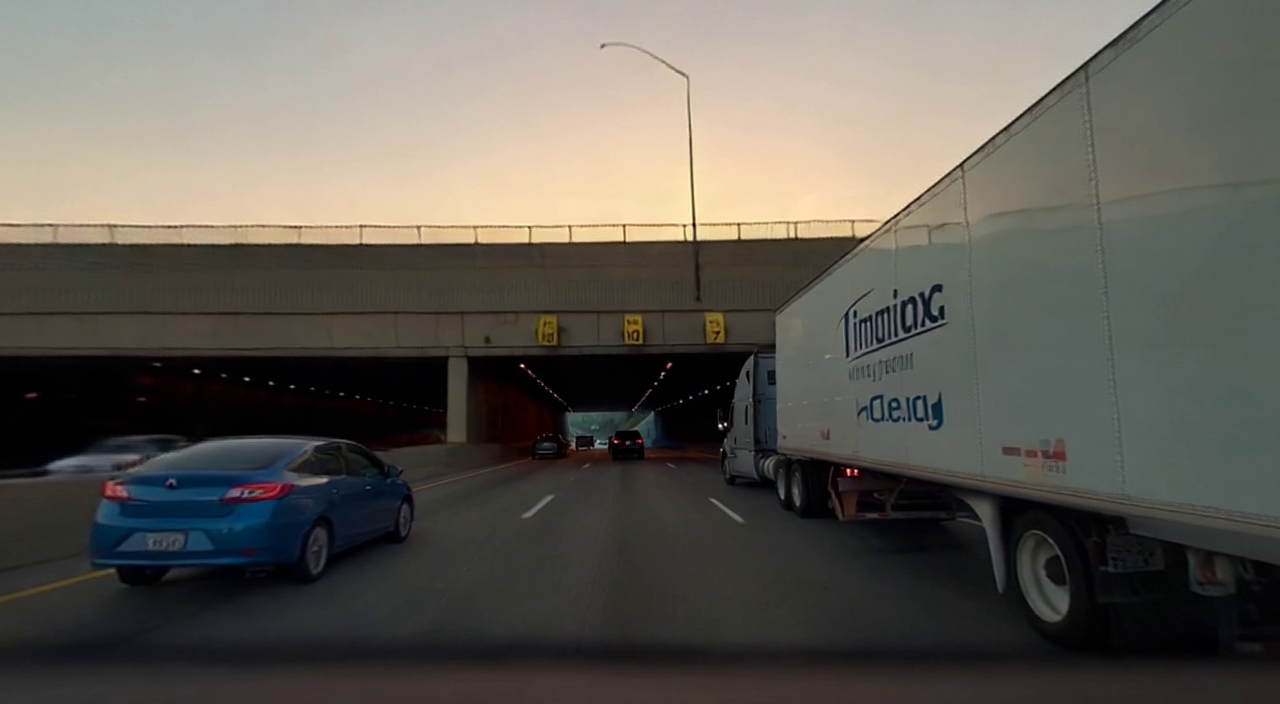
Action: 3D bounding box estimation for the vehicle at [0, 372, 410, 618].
[{"bbox_3d":[-3.595,1.182,5.892,1.826,1.695,2.870,0,-8,-1],"label":"vehicle"}]

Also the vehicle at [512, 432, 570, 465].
[{"bbox_3d":[-4.516,4.464,29.395,2.019,1.435,4.317,0,-8,-1],"label":"vehicle"}]

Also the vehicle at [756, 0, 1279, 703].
[{"bbox_3d":[3.960,0.005,5.717,2.842,4.108,14.081,0,-8,-1],"label":"vehicle"}]

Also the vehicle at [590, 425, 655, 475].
[{"bbox_3d":[-0.610,3.425,22.231,2.094,1.600,3.666,0,-8,-1],"label":"vehicle"}]
